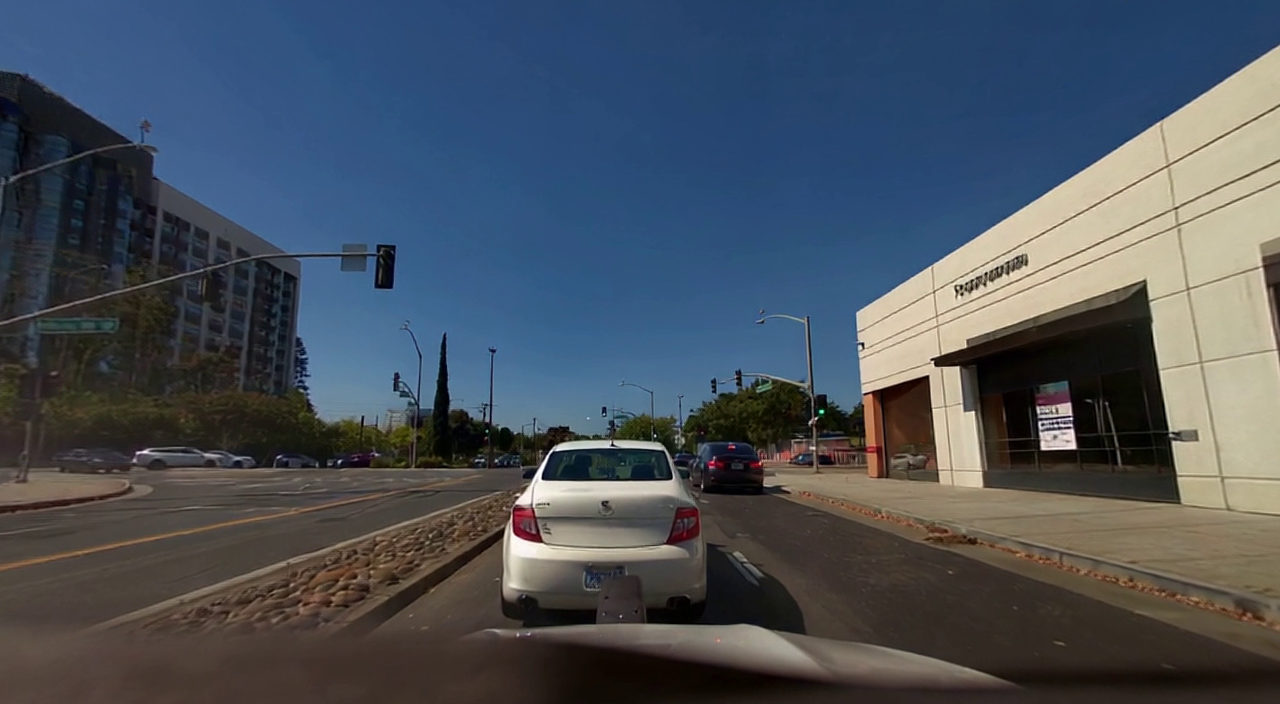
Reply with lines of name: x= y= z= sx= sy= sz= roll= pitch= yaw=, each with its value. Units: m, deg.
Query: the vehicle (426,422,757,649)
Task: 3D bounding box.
vehicle: x=-0.333 y=1.533 z=6.371 sx=2.173 sy=1.479 sz=4.264 roll=0 pitch=-9 yaw=0

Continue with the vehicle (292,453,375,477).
vehicle: x=-19.954 y=7.340 z=41.316 sx=4.548 sy=1.449 sz=1.802 roll=2 pitch=-9 yaw=-13

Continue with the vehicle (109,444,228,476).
vehicle: x=-26.635 y=6.094 z=35.864 sx=4.877 sy=1.754 sz=1.978 roll=2 pitch=-9 yaw=-12

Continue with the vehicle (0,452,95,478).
vehicle: x=-35.679 y=6.718 z=37.758 sx=4.199 sy=1.432 sz=1.727 roll=2 pitch=-9 yaw=-12
